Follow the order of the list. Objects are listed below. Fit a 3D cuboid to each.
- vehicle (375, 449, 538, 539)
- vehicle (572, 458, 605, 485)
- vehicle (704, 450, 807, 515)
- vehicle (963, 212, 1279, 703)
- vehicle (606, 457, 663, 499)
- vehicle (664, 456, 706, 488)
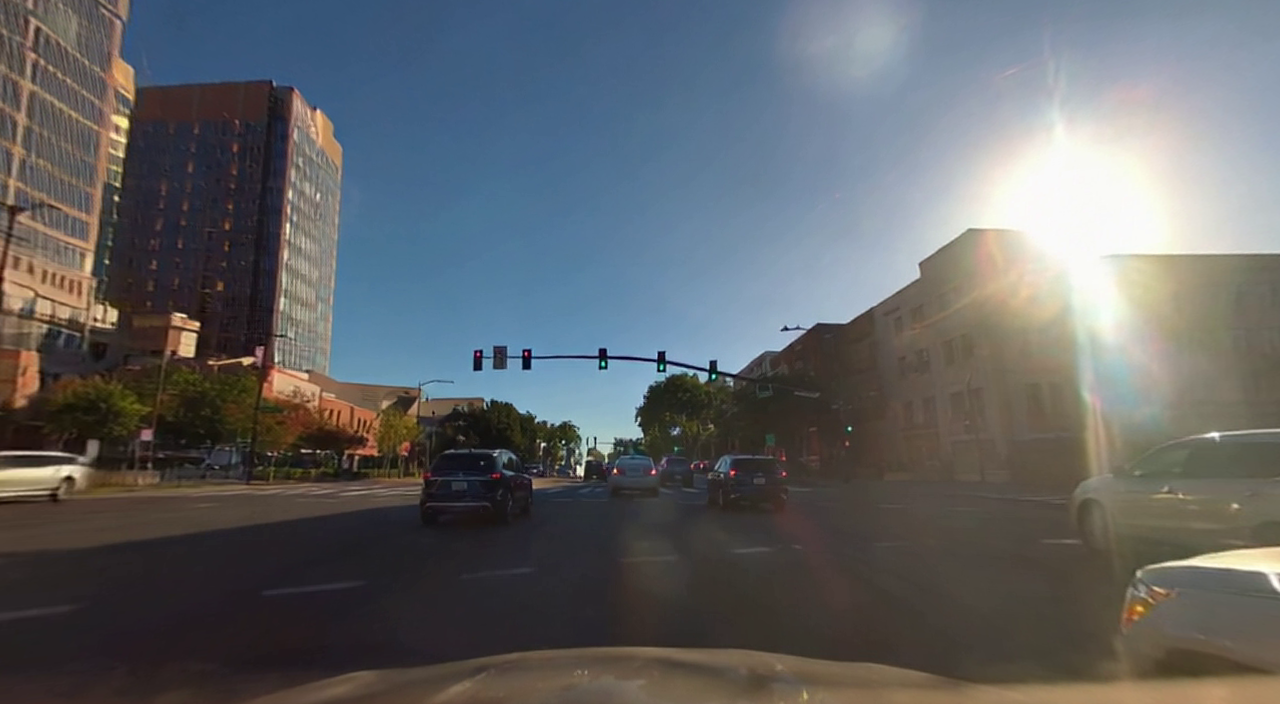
[{"bbox_3d":[-3.541,2.814,13.236,2.045,1.463,4.490,0,-8,0],"label":"vehicle"},{"bbox_3d":[-3.657,8.647,45.885,2.033,1.714,4.278,0,-8,0],"label":"vehicle"},{"bbox_3d":[3.196,3.716,18.614,1.996,1.566,4.917,0,-8,-2],"label":"vehicle"},{"bbox_3d":[2.764,0.411,0.520,2.153,1.853,5.235,0,-8,-1],"label":"vehicle"},{"bbox_3d":[-0.253,5.032,25.578,2.098,1.461,3.958,0,-8,-1],"label":"vehicle"},{"bbox_3d":[2.697,7.395,39.221,2.138,1.778,4.422,0,-8,-2],"label":"vehicle"}]
